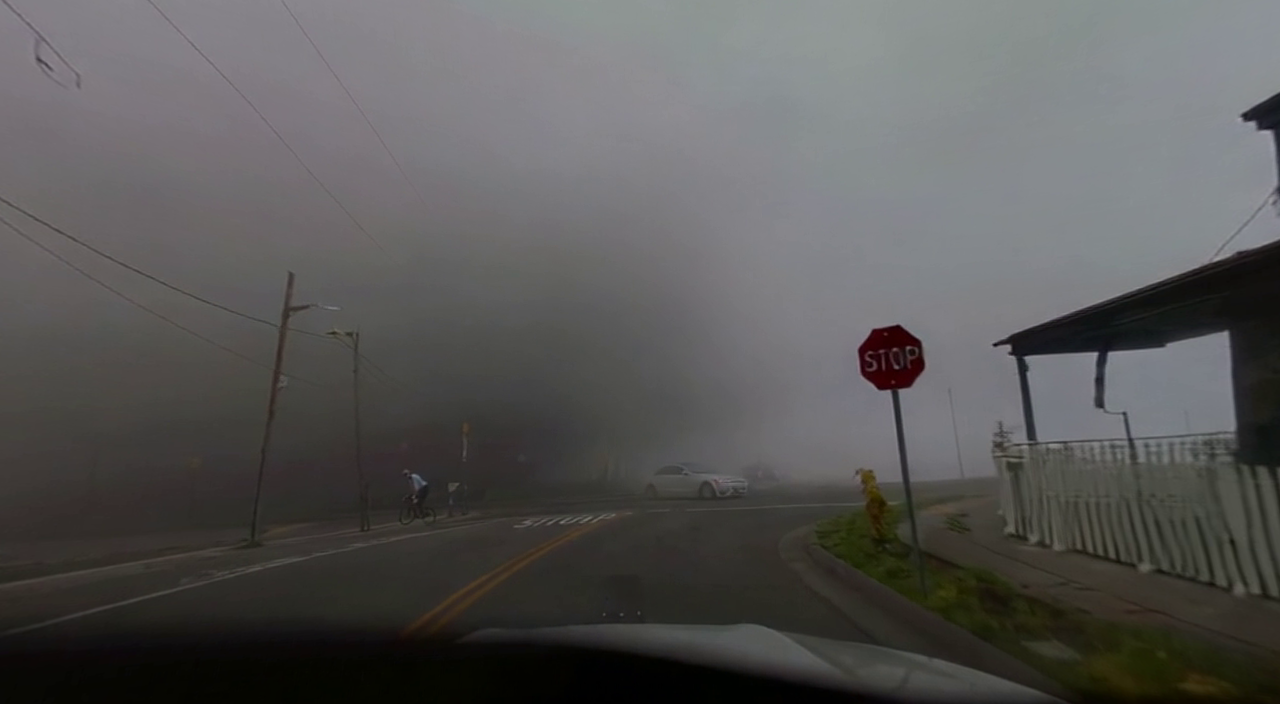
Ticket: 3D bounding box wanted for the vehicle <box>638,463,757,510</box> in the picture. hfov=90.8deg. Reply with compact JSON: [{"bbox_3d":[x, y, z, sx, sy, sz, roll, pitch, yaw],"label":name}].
[{"bbox_3d":[2.109,5.254,25.183,2.112,1.479,5.323,5,-10,-28],"label":"vehicle"}]
